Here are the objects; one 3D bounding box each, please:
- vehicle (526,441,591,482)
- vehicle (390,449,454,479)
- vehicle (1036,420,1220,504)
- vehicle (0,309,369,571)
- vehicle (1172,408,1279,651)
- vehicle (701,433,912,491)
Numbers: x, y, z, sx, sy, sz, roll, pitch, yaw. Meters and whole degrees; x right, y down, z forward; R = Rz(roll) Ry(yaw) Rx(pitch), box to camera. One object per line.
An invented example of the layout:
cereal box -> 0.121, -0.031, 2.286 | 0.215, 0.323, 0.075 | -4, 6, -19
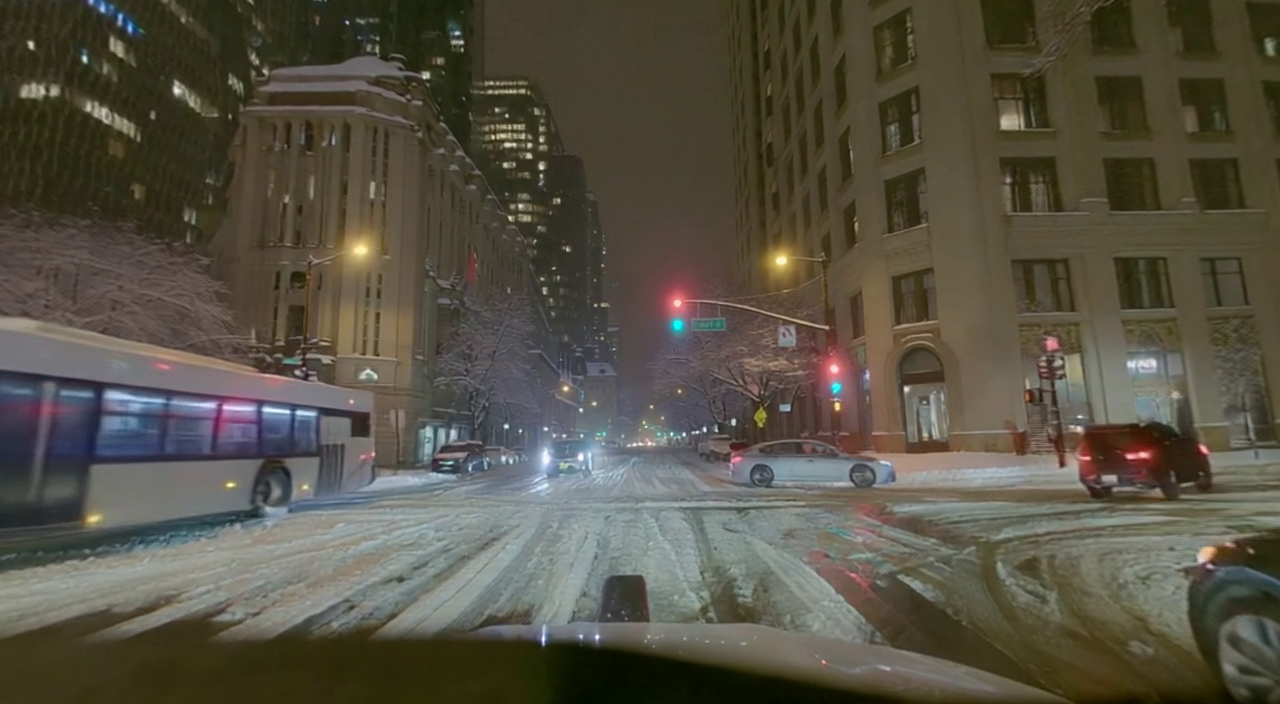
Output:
vehicle -> -3.068, 4.235, 24.740 | 1.904, 1.402, 4.759 | 0, -8, 0
vehicle -> -11.916, 6.113, 34.809 | 1.998, 1.505, 4.405 | 0, -8, -1
vehicle -> 10.489, 2.283, 13.464 | 4.271, 1.495, 2.006 | 6, -11, -38
vehicle -> -8.788, 1.736, 12.531 | 2.763, 3.411, 8.508 | 0, -8, 1
vehicle -> 4.927, 0.854, 2.211 | 1.912, 1.505, 4.889 | 0, -8, 1
vehicle -> 4.605, 3.051, 17.759 | 5.388, 1.465, 2.050 | -3, -9, 18
